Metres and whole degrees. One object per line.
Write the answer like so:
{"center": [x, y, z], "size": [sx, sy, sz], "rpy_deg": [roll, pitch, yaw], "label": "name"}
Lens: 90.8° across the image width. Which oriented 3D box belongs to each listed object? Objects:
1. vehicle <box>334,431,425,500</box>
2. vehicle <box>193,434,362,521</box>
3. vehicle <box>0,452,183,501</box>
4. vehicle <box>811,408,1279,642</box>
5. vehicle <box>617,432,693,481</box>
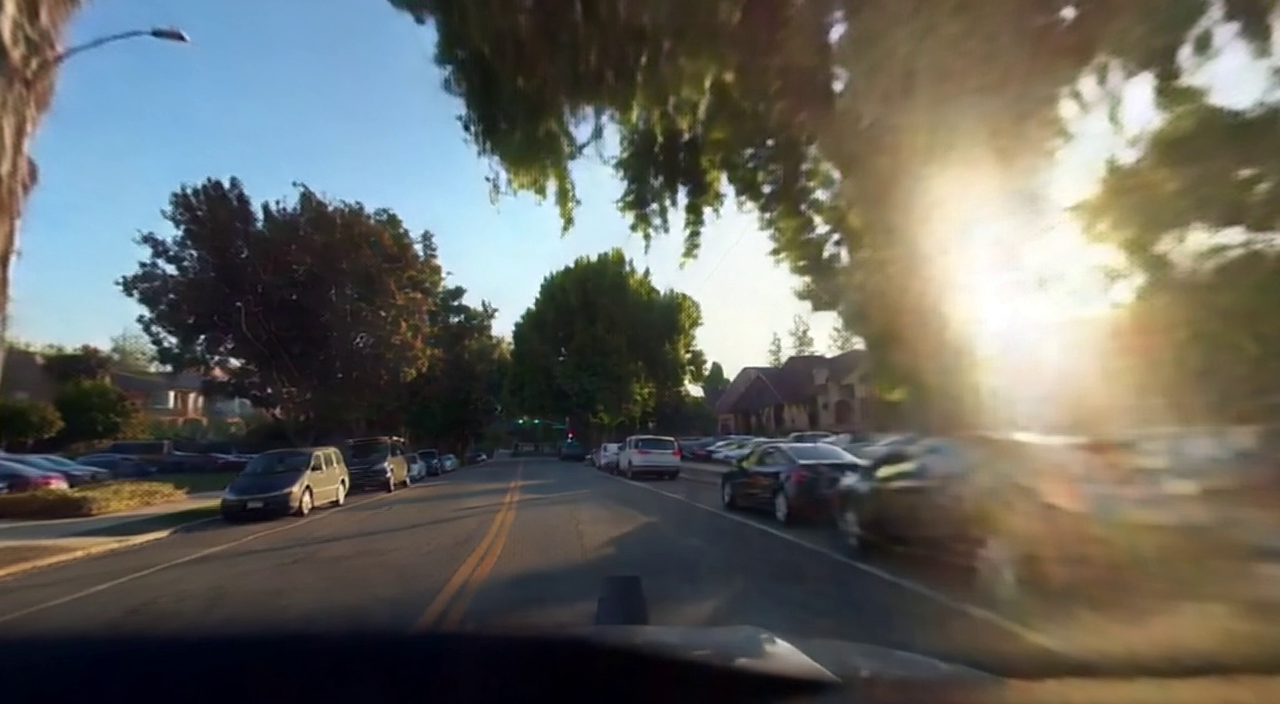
{"center": [-10.613, 4.539, 26.221], "size": [2.382, 2.223, 5.472], "rpy_deg": [-3, -5, -11], "label": "vehicle"}
{"center": [-9.323, 3.280, 16.911], "size": [2.171, 1.838, 5.344], "rpy_deg": [-1, -10, -10], "label": "vehicle"}
{"center": [-19.464, 4.331, 22.173], "size": [5.050, 1.502, 2.023], "rpy_deg": [1, -8, -8], "label": "vehicle"}
{"center": [3.620, 1.461, 6.628], "size": [1.884, 1.508, 4.713], "rpy_deg": [0, -8, -6], "label": "vehicle"}
{"center": [0.495, 4.471, 27.551], "size": [2.255, 1.863, 5.629], "rpy_deg": [1, -8, -9], "label": "vehicle"}
